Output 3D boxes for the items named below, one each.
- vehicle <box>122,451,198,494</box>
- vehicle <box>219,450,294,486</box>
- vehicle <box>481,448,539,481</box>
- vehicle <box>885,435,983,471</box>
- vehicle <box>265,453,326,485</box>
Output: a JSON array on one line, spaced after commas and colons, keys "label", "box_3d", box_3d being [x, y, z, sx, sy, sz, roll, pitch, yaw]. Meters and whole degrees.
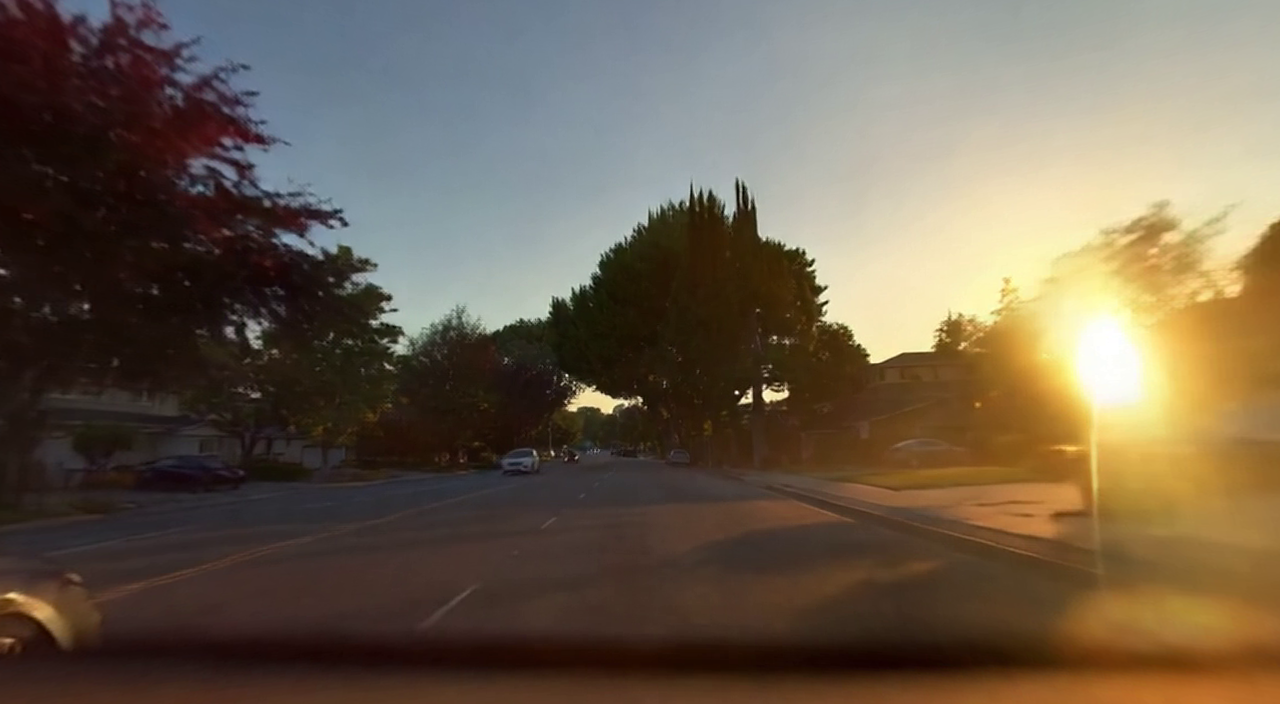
[{"label": "vehicle", "box_3d": [-22.610, 5.589, 29.718, 2.253, 1.768, 4.266, 8, -12, -43]}, {"label": "vehicle", "box_3d": [-22.945, 6.834, 37.676, 5.429, 1.949, 2.437, -9, -12, 44]}, {"label": "vehicle", "box_3d": [-7.564, 6.578, 37.359, 2.194, 1.761, 5.282, 0, -9, 1]}, {"label": "vehicle", "box_3d": [15.240, 5.269, 32.773, 4.362, 1.702, 2.333, 6, -11, -27]}, {"label": "vehicle", "box_3d": [-22.388, 7.555, 40.974, 4.273, 1.797, 2.129, -6, -12, 44]}]
